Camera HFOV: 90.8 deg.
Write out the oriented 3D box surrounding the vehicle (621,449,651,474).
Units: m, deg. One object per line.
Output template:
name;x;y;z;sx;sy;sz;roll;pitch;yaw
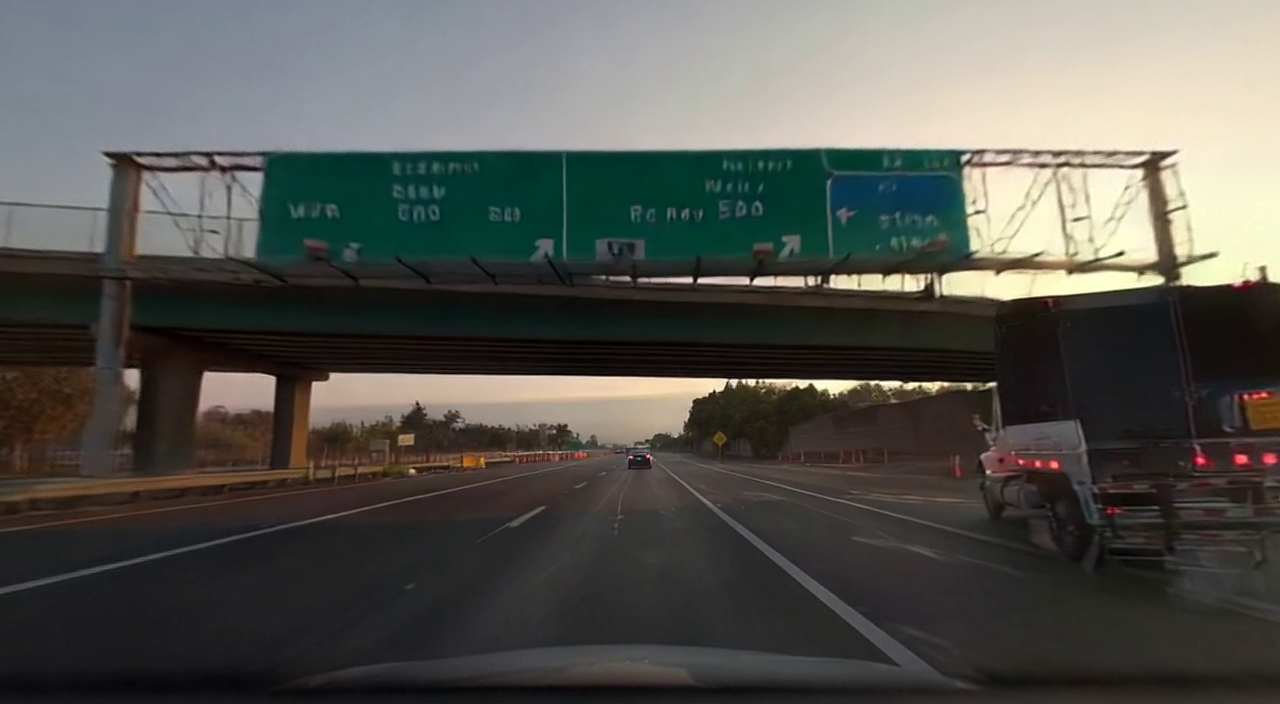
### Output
vehicle;-0.199;6.574;38.162;1.695;1.437;3.506;0;-9;1
